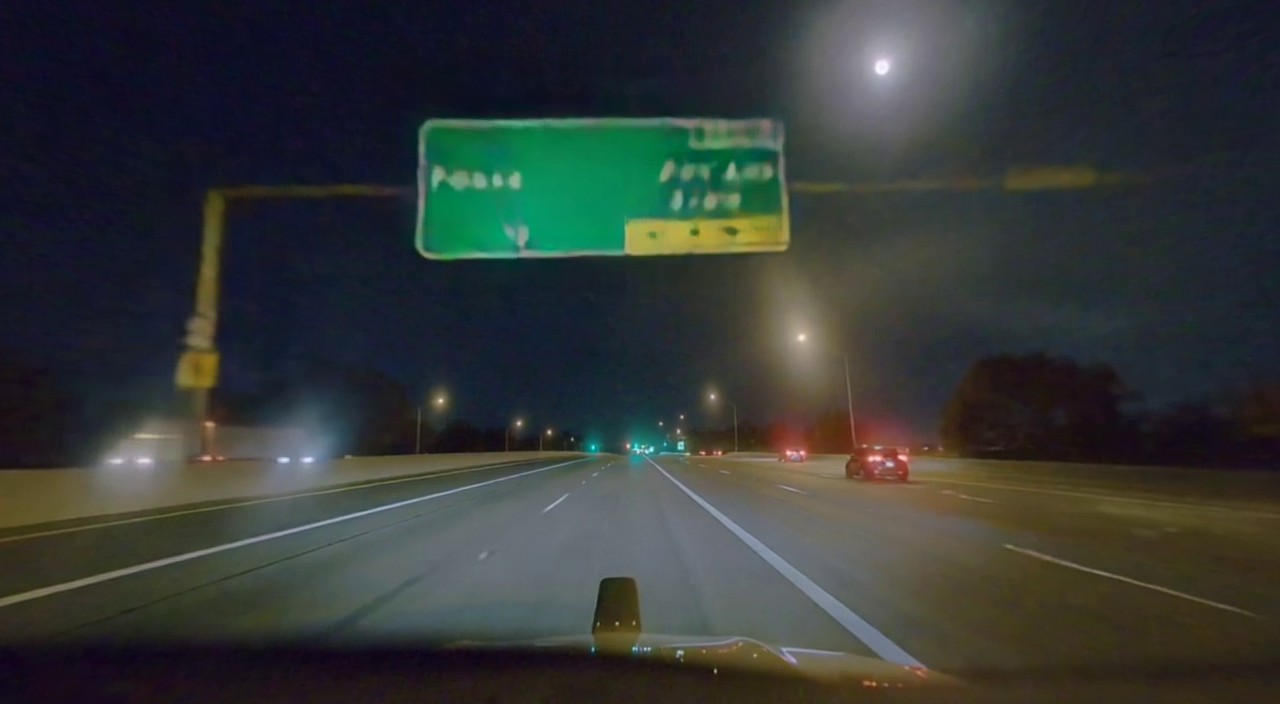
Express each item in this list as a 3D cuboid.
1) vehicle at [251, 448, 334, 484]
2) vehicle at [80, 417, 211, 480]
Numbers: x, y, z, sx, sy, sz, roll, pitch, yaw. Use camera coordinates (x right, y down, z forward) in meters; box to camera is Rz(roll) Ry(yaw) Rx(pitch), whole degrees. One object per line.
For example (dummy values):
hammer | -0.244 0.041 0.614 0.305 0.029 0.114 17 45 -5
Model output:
vehicle | -19.140 6.266 35.080 1.896 1.743 4.697 0 -8 0
vehicle | -34.299 6.742 44.323 3.001 4.027 7.439 0 -8 0
